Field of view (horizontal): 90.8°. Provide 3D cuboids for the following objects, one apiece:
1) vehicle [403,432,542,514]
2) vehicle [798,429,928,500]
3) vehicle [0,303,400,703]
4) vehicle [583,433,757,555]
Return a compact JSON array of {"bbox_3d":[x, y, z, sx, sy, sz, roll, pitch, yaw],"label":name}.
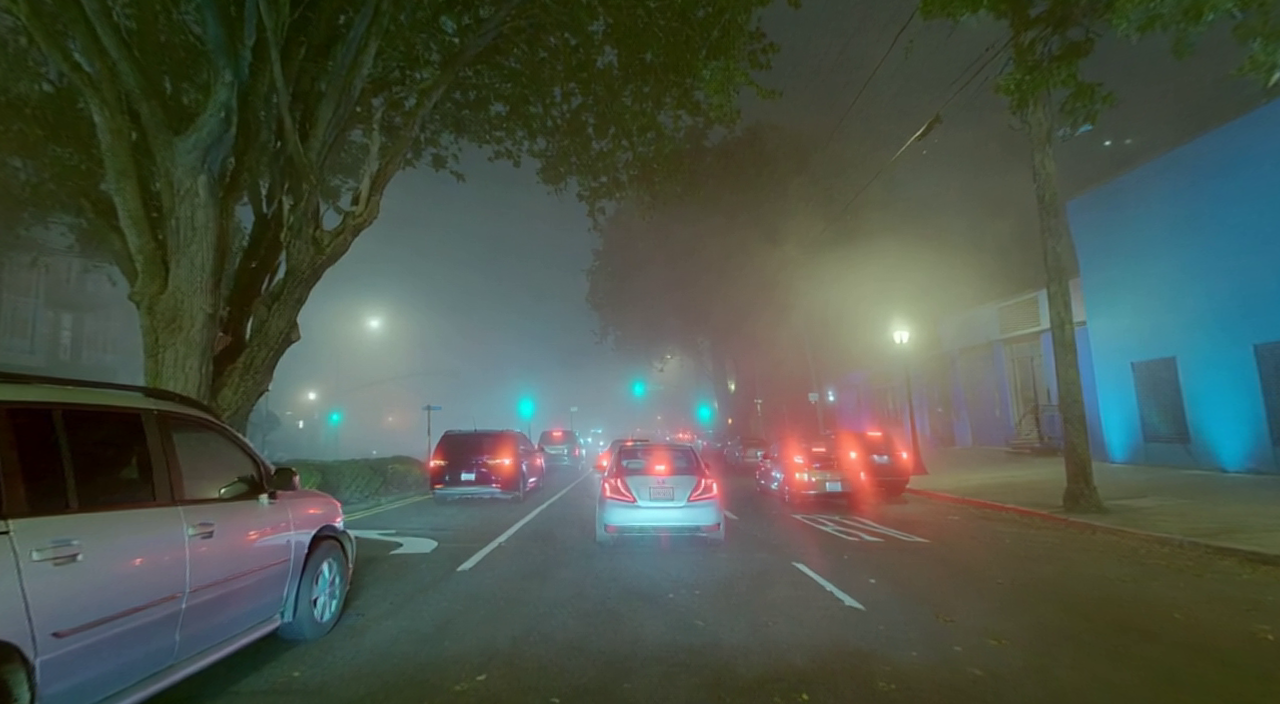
[{"bbox_3d":[-3.509,2.619,14.236,1.901,1.522,4.556,0,-9,0],"label":"vehicle"},{"bbox_3d":[6.342,3.256,18.664,2.025,1.808,4.579,0,-9,-2],"label":"vehicle"},{"bbox_3d":[-3.269,0.931,3.386,2.152,1.802,4.628,0,-9,0],"label":"vehicle"},{"bbox_3d":[0.270,1.995,9.567,2.095,1.438,3.843,0,-9,-3],"label":"vehicle"}]
